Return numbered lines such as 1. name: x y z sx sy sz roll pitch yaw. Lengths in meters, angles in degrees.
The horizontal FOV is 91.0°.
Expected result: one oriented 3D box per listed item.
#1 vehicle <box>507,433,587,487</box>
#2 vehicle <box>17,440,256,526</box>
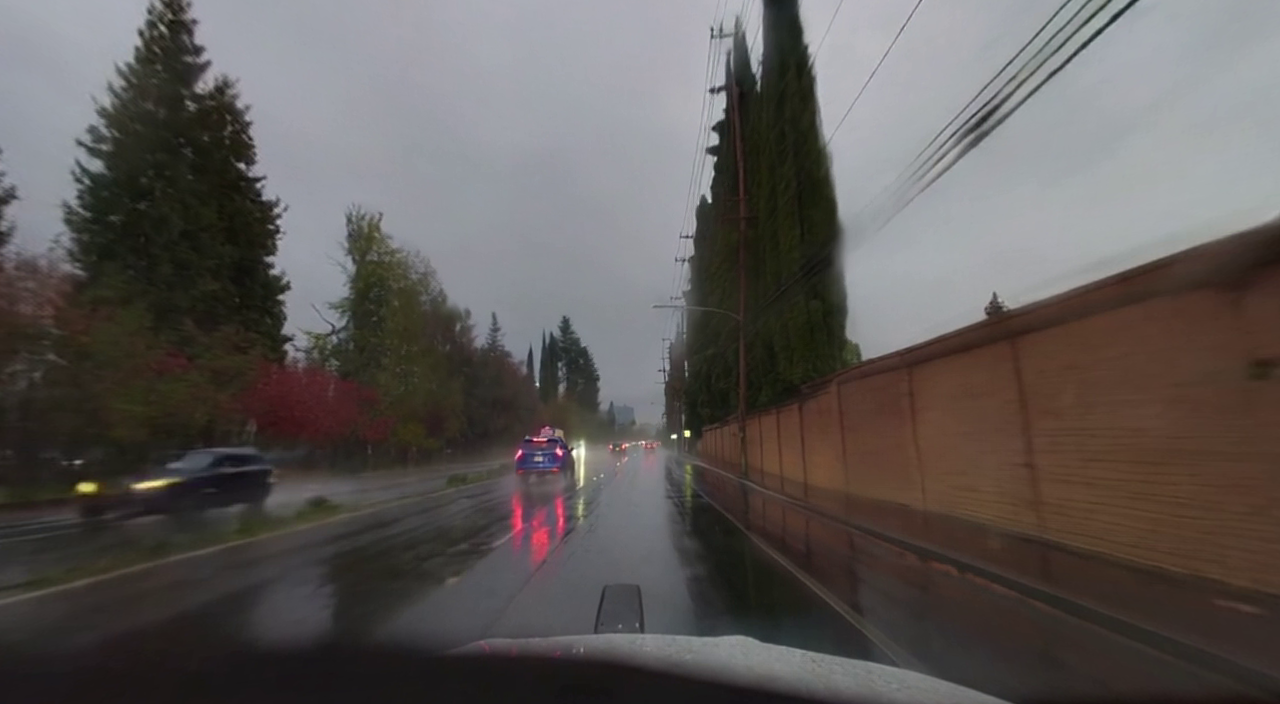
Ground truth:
1. vehicle: -3.259 3.904 23.085 2.147 1.730 4.555 0 -8 1
2. vehicle: -11.740 3.026 15.231 2.006 1.731 4.512 0 -8 0
